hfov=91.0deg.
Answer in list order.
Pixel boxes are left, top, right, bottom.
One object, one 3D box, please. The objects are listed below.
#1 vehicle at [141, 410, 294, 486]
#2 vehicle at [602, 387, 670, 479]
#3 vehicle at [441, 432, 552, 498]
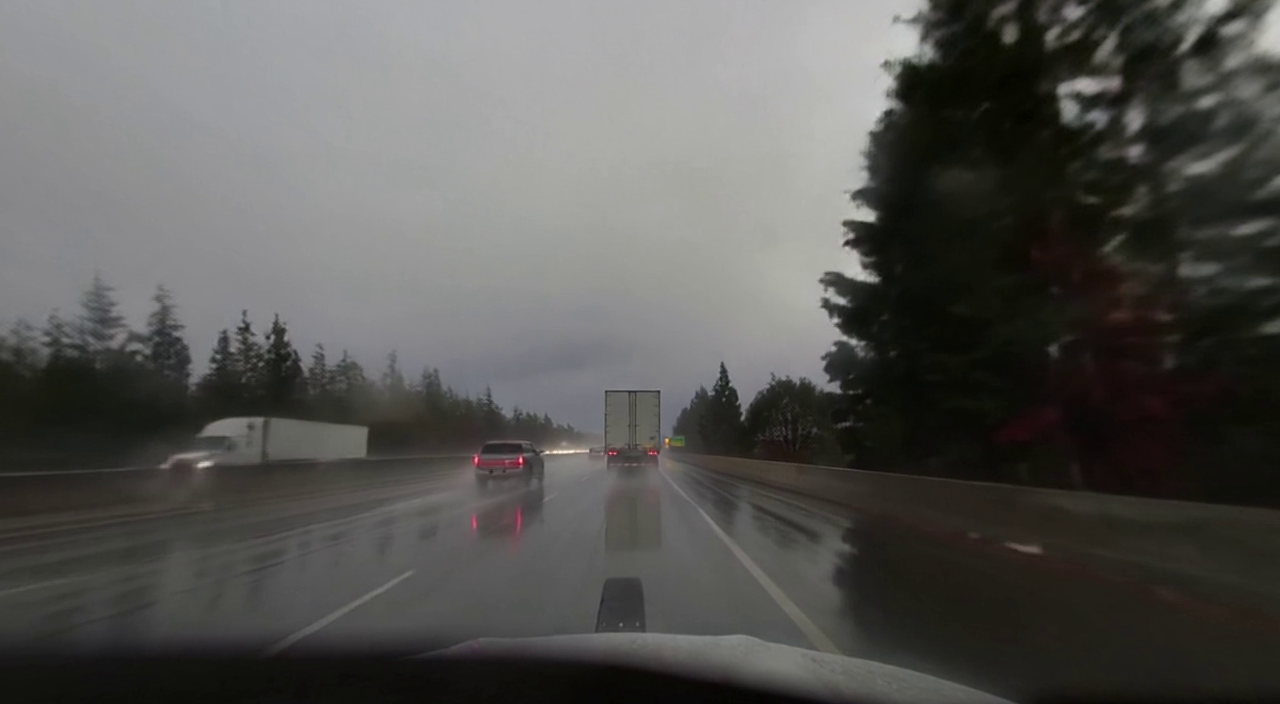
[{"bbox_3d":[-26.062,6.028,39.690,3.156,4.214,9.008,0,-9,1],"label":"vehicle"},{"bbox_3d":[-0.205,4.487,34.145,3.052,4.132,11.336,0,-9,0],"label":"vehicle"},{"bbox_3d":[-4.347,3.522,20.043,2.285,1.833,4.984,0,-9,1],"label":"vehicle"}]
